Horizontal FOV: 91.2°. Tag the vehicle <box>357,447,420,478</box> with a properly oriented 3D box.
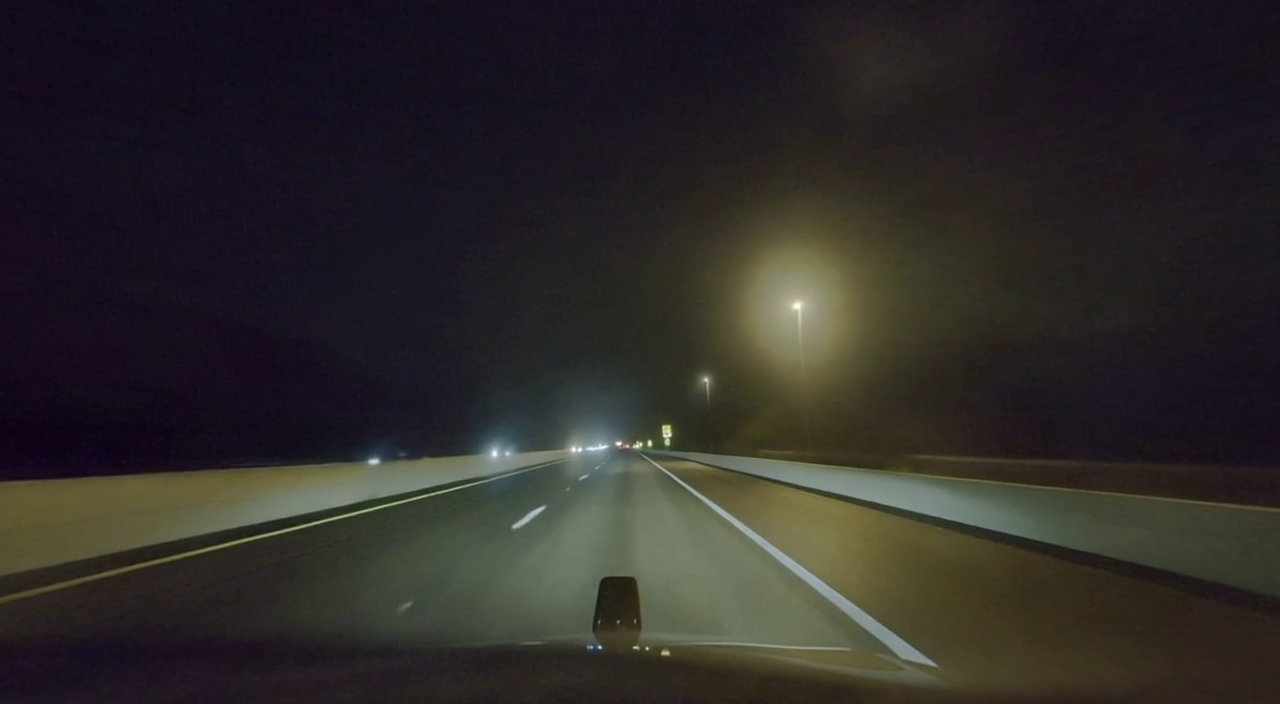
[{"bbox_3d":[-13.640,5.970,34.212,1.878,1.552,4.120,0,-9,-2],"label":"vehicle"}]
